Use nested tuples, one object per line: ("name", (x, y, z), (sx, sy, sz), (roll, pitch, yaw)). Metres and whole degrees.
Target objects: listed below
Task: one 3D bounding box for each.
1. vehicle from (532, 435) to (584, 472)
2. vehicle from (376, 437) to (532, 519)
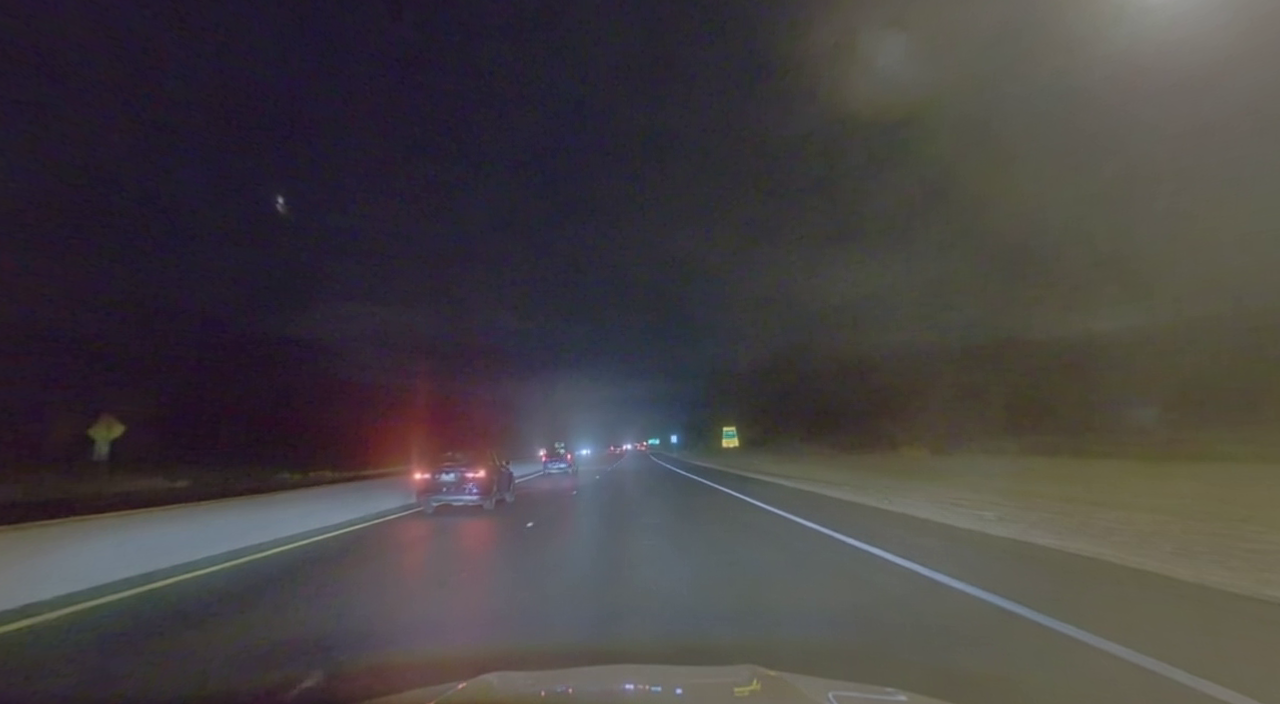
("vehicle", (-4.339, 5.490, 34.046), (2.177, 1.852, 4.427), (0, -9, 1))
("vehicle", (-3.902, 2.724, 14.194), (2.044, 1.527, 4.607), (0, -9, 1))
